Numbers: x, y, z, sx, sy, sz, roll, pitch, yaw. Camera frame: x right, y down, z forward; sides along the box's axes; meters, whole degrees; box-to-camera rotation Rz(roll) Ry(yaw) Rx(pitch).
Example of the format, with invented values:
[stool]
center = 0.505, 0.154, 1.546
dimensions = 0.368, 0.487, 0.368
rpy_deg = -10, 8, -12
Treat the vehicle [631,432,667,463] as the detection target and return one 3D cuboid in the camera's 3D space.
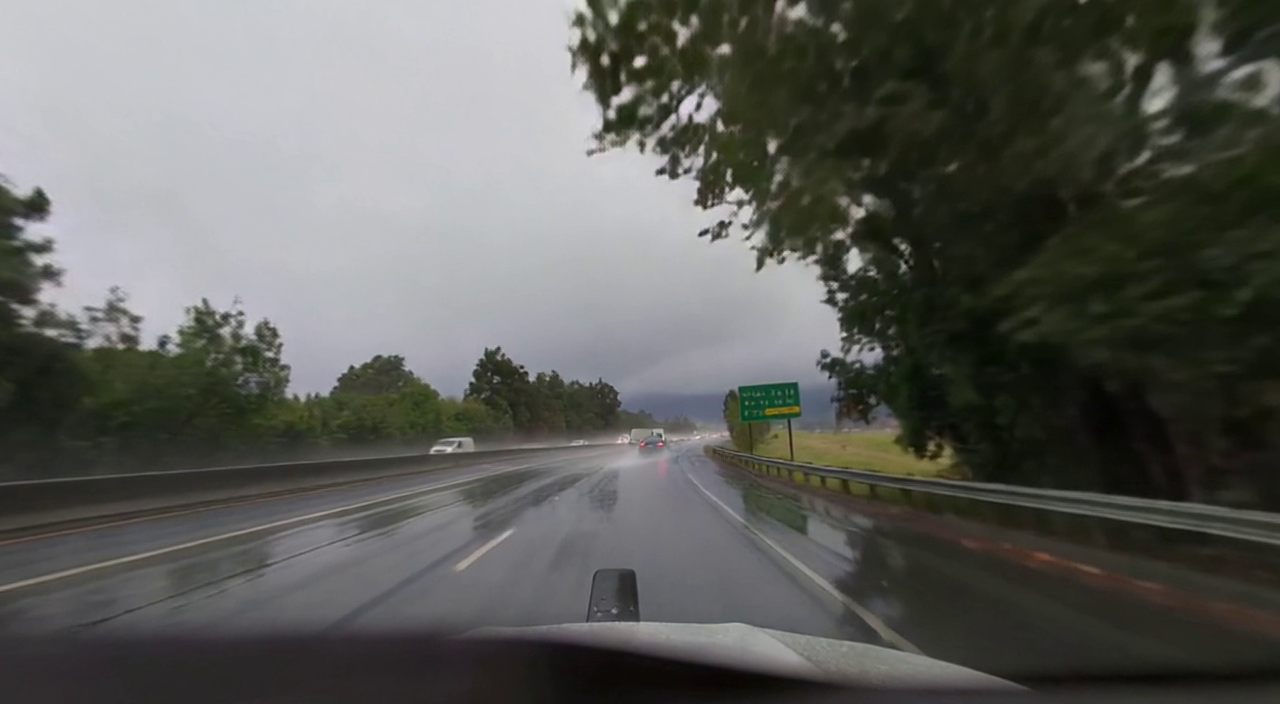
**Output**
[vehicle]
center = 0.598, 6.177, 40.745
dimensions = 2.188, 1.825, 4.282
rpy_deg = -1, -8, 2
